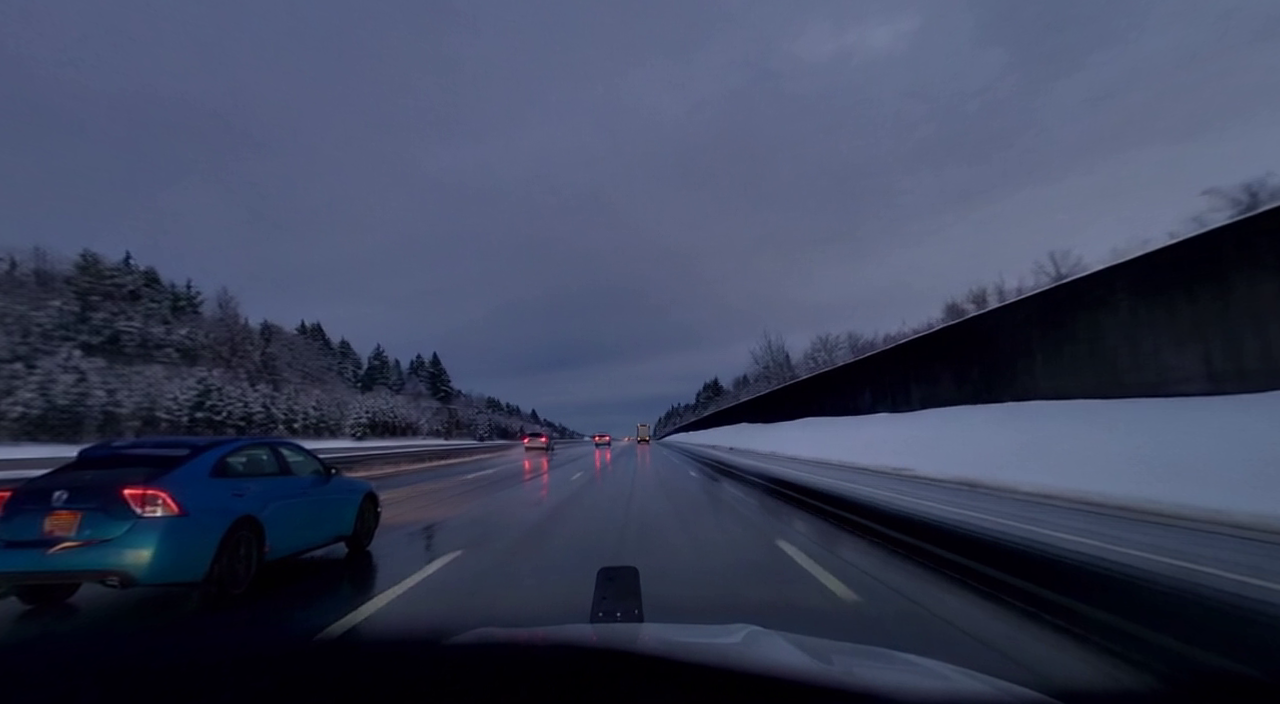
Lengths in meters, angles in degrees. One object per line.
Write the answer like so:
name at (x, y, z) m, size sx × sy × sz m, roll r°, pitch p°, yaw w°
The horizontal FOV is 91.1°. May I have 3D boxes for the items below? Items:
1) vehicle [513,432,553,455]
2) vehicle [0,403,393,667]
vehicle at (-7.912, 6.781, 46.844) m, size 2.053 × 1.582 × 4.878 m, roll 0°, pitch -8°, yaw 1°
vehicle at (-4.071, 1.313, 5.613) m, size 2.079 × 1.500 × 3.881 m, roll 0°, pitch -8°, yaw 1°
